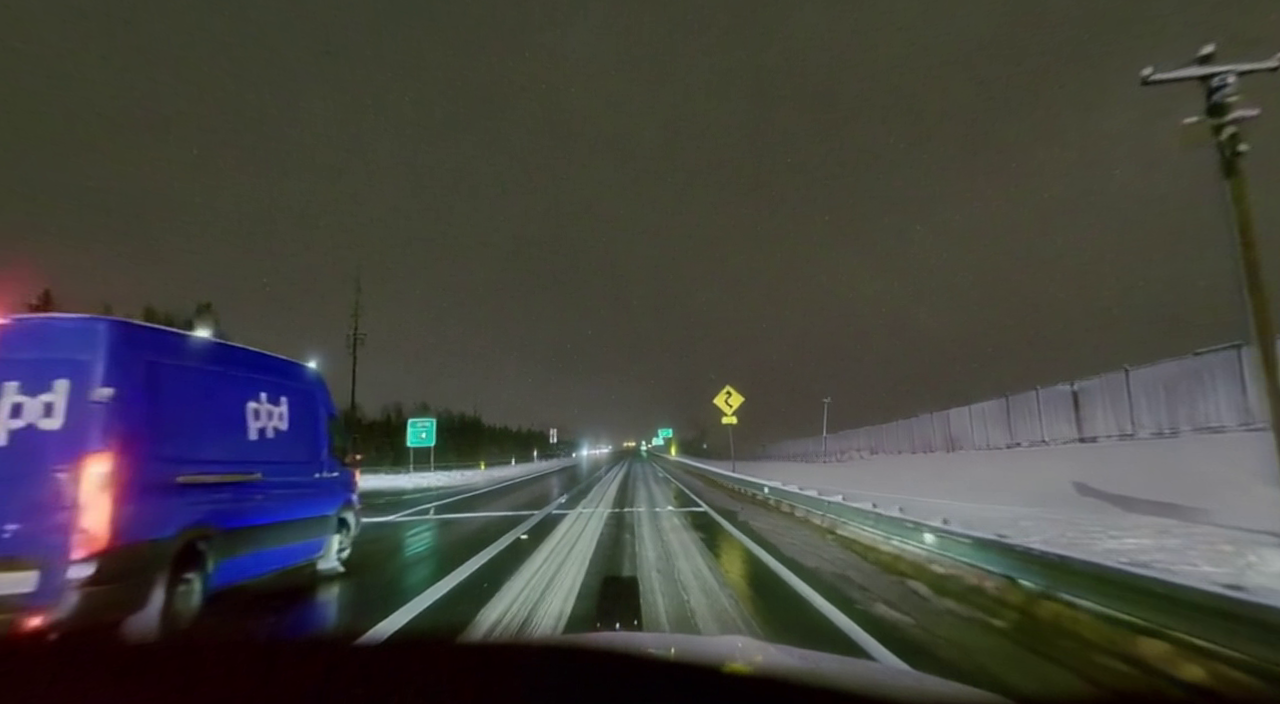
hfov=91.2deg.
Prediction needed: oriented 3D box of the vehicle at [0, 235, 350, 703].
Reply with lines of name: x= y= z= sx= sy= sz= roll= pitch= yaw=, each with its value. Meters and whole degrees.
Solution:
vehicle: x=-5.103 y=1.129 z=6.708 sx=2.463 sy=2.640 sz=7.034 roll=2 pitch=-9 yaw=-16
